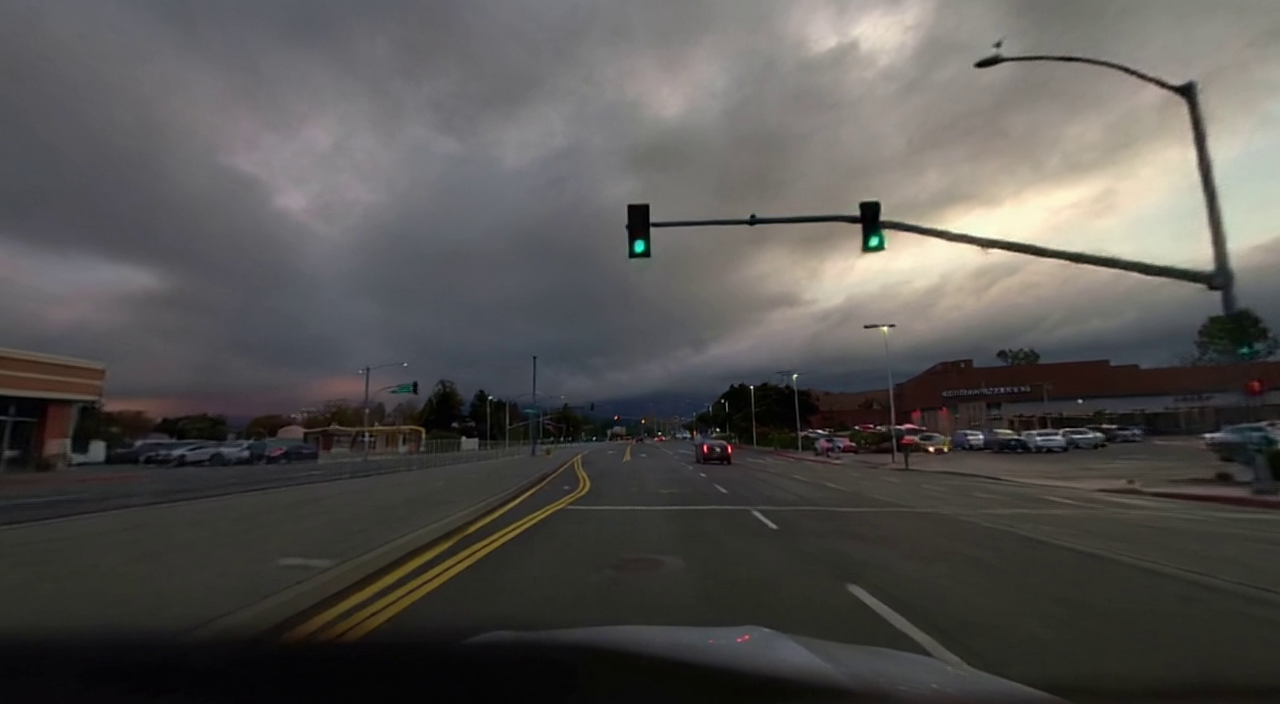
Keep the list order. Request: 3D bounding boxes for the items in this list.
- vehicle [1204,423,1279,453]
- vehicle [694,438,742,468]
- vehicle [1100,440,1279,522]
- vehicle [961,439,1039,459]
[{"bbox_3d":[41.701,5.729,41.833,6.213,1.910,2.547,1,-8,-3],"label":"vehicle"},{"bbox_3d":[4.226,5.539,34.722,2.038,1.528,4.259,1,-8,-1],"label":"vehicle"},{"bbox_3d":[11.924,2.419,12.081,1.893,1.434,4.581,7,-10,-38],"label":"vehicle"},{"bbox_3d":[27.065,7.268,47.403,4.691,1.436,1.988,1,-8,-4],"label":"vehicle"}]
